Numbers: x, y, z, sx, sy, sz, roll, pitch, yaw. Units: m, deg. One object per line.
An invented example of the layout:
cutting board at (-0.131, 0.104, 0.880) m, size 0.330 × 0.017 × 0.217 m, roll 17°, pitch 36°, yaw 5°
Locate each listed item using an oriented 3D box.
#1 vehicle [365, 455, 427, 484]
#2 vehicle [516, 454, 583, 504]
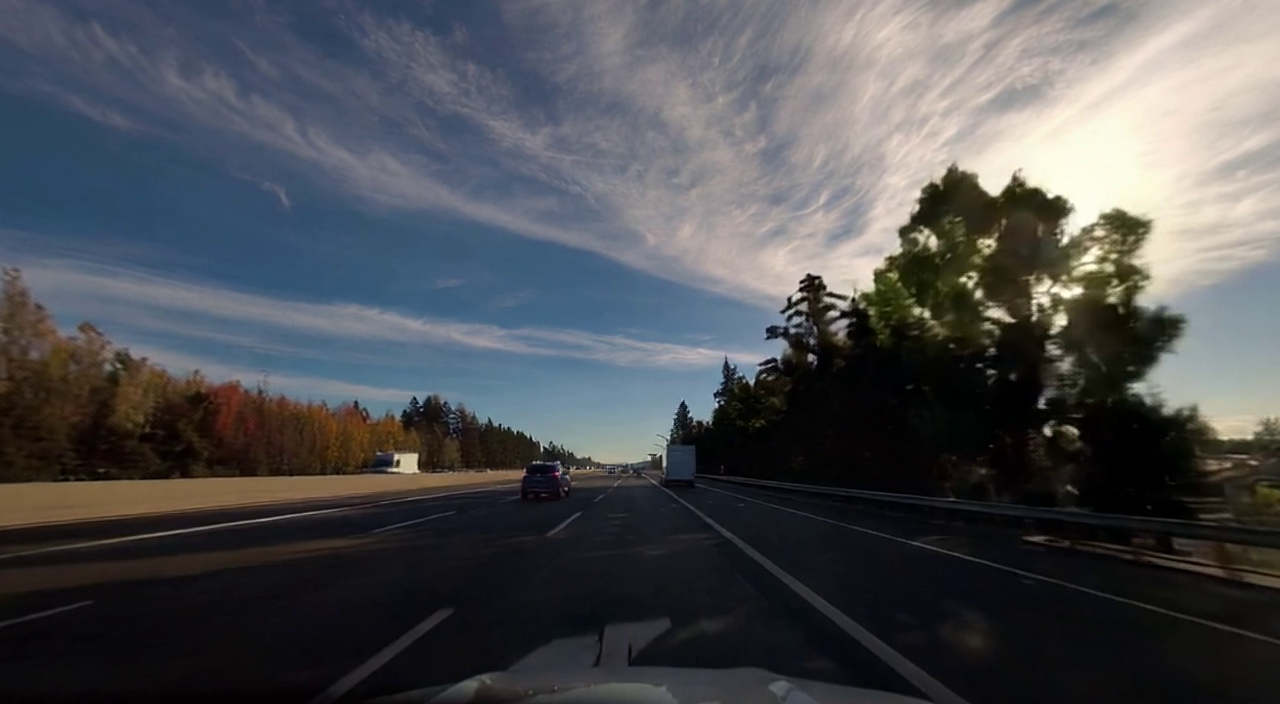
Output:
vehicle at (-18.087, 8.769, 47.011) m, size 2.157 × 2.031 × 5.648 m, roll 0°, pitch -10°, yaw 2°
vehicle at (-3.682, 5.296, 26.458) m, size 2.036 × 1.835 × 4.888 m, roll 1°, pitch -10°, yaw 0°
